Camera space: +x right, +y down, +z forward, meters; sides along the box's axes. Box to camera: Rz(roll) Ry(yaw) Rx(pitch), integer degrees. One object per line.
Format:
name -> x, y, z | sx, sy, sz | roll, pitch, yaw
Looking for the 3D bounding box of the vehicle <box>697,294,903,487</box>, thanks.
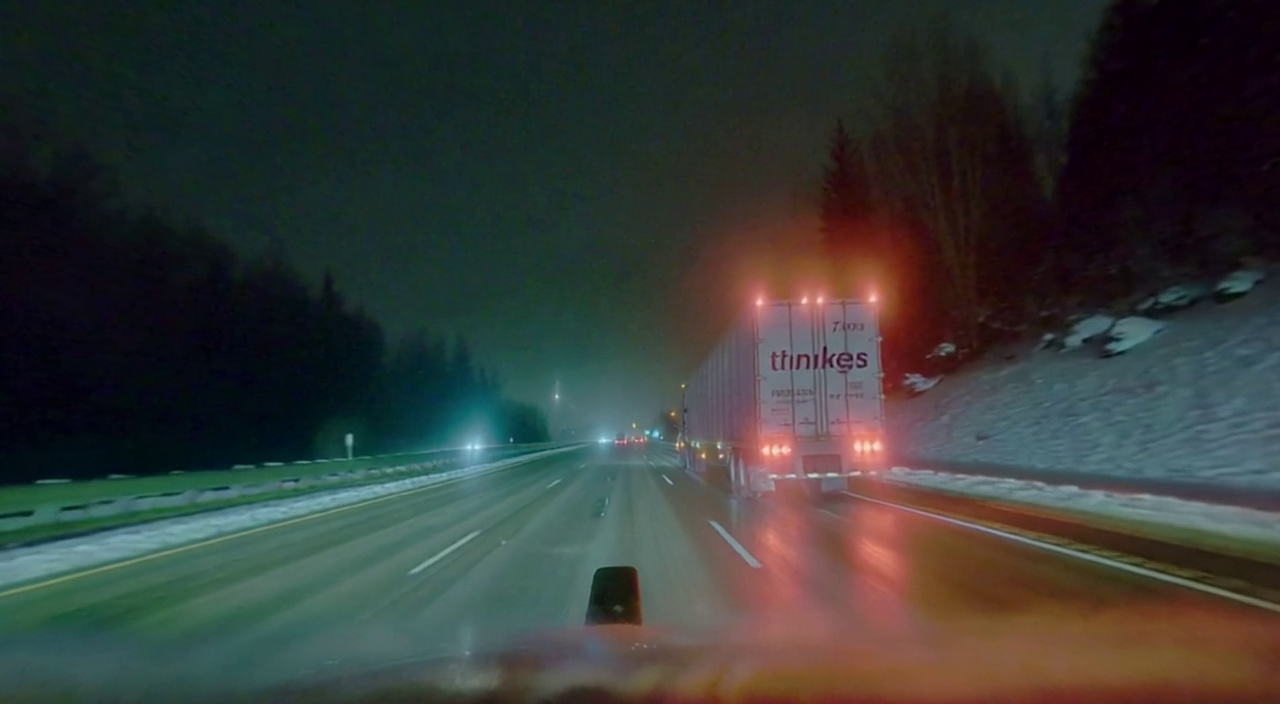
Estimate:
vehicle -> 3.815, 1.586, 19.644 | 2.850, 3.894, 13.987 | 0, -7, 0
